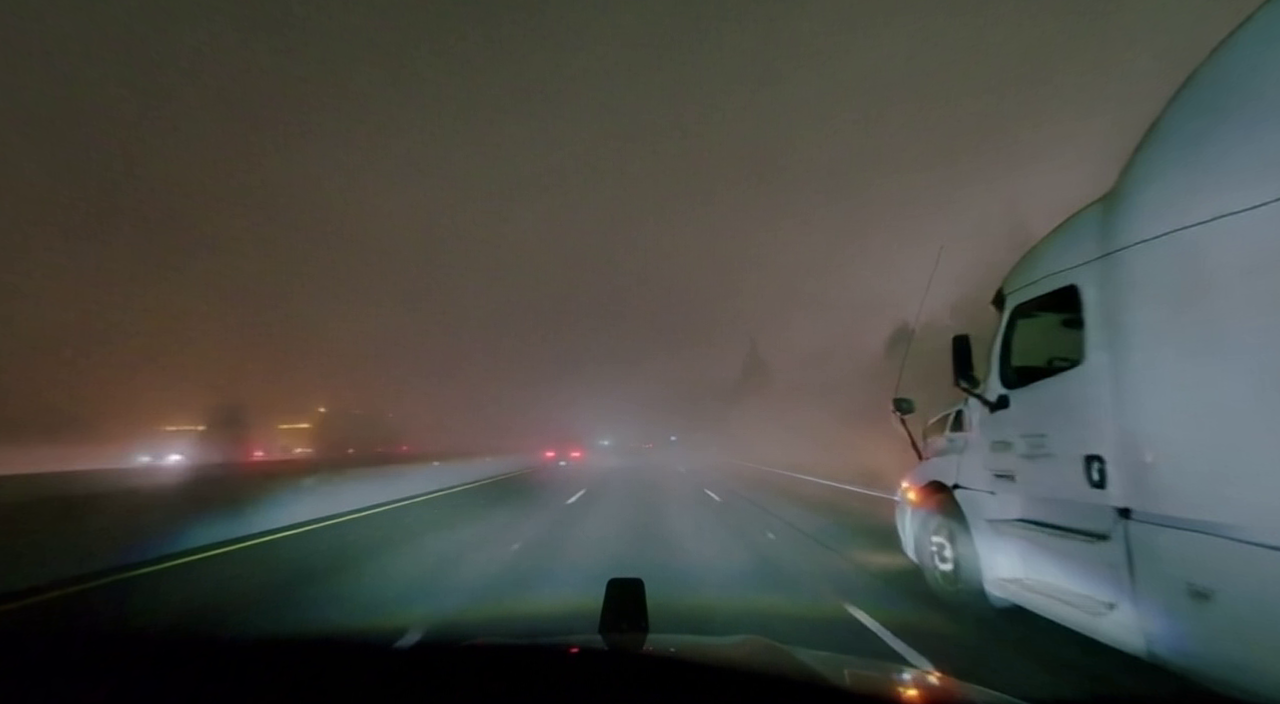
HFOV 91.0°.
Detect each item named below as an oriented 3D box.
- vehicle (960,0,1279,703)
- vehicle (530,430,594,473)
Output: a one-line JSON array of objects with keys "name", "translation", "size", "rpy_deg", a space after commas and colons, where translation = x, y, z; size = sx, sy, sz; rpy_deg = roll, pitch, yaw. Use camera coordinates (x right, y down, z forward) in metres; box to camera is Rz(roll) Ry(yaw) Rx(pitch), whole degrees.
[{"name": "vehicle", "translation": [3.933, -0.561, 1.630], "size": [3.037, 4.014, 6.276], "rpy_deg": [1, -7, 2]}, {"name": "vehicle", "translation": [-3.274, 4.316, 27.497], "size": [2.189, 1.707, 4.692], "rpy_deg": [0, -8, 0]}]
